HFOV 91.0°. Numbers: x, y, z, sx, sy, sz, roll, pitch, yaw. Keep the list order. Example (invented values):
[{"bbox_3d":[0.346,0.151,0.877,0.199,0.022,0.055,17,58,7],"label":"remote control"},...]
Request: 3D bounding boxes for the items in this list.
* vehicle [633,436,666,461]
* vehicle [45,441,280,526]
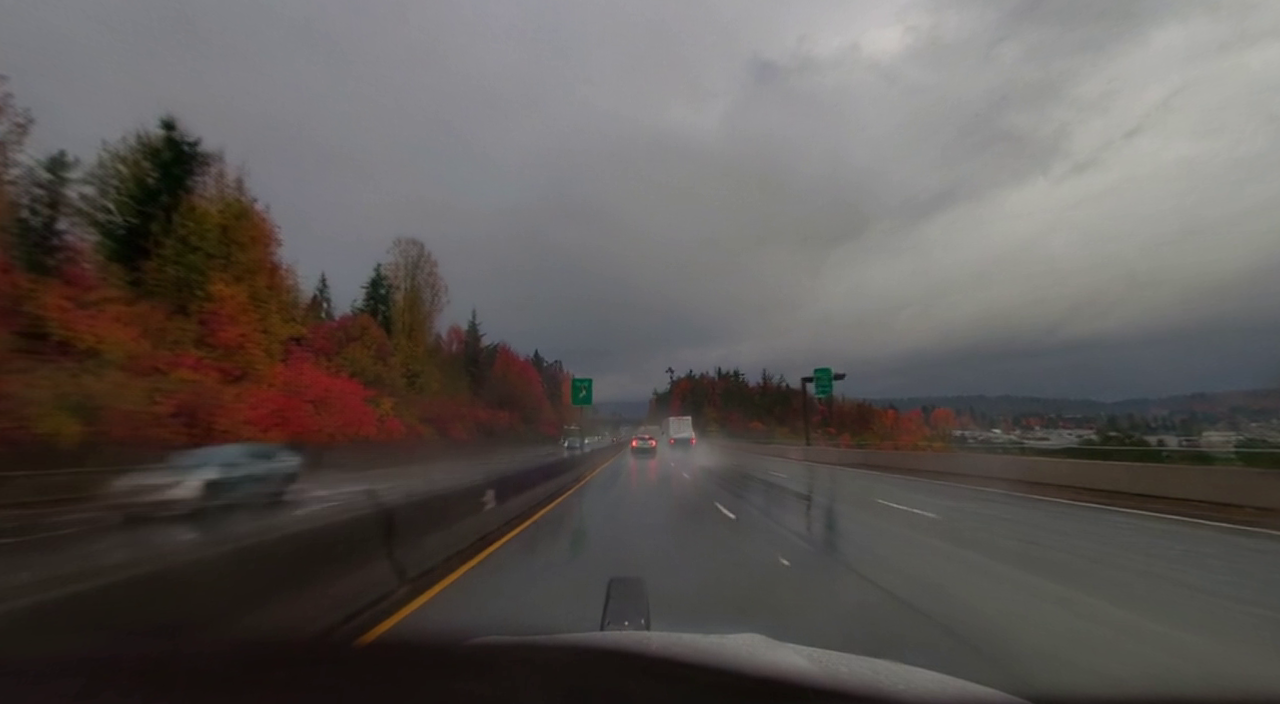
[{"bbox_3d":[0.600,5.948,38.853,1.924,1.498,3.817,0,-8,2],"label":"vehicle"},{"bbox_3d":[-9.779,2.658,13.382,1.887,1.520,3.936,0,-8,0],"label":"vehicle"}]
